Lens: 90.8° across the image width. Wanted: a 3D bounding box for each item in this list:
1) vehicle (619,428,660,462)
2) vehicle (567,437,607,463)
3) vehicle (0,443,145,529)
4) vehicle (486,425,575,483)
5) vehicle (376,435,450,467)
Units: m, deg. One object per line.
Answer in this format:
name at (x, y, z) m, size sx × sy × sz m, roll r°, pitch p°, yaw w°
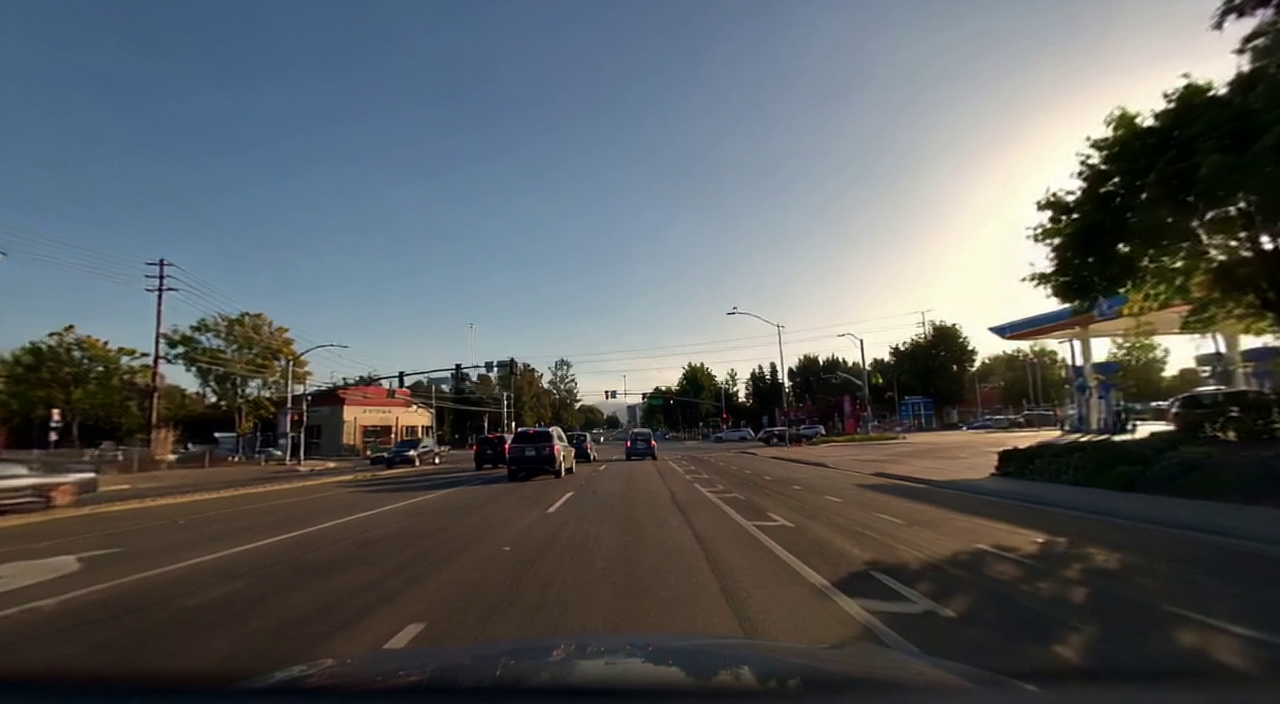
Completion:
vehicle at (0.036, 5.442, 36.907) m, size 2.224 × 1.819 × 5.005 m, roll 0°, pitch -8°, yaw 1°
vehicle at (-3.102, 5.880, 37.959) m, size 1.881 × 1.424 × 4.098 m, roll 0°, pitch -9°, yaw 2°
vehicle at (-13.527, 2.811, 13.572) m, size 1.981 × 1.671 × 4.598 m, roll 0°, pitch -9°, yaw 1°
vehicle at (-3.478, 3.359, 20.994) m, size 2.096 × 1.718 × 4.266 m, roll 0°, pitch -9°, yaw 1°
vehicle at (-14.004, 6.157, 39.458) m, size 2.238 × 1.872 × 5.625 m, roll -1°, pitch -9°, yaw 4°
